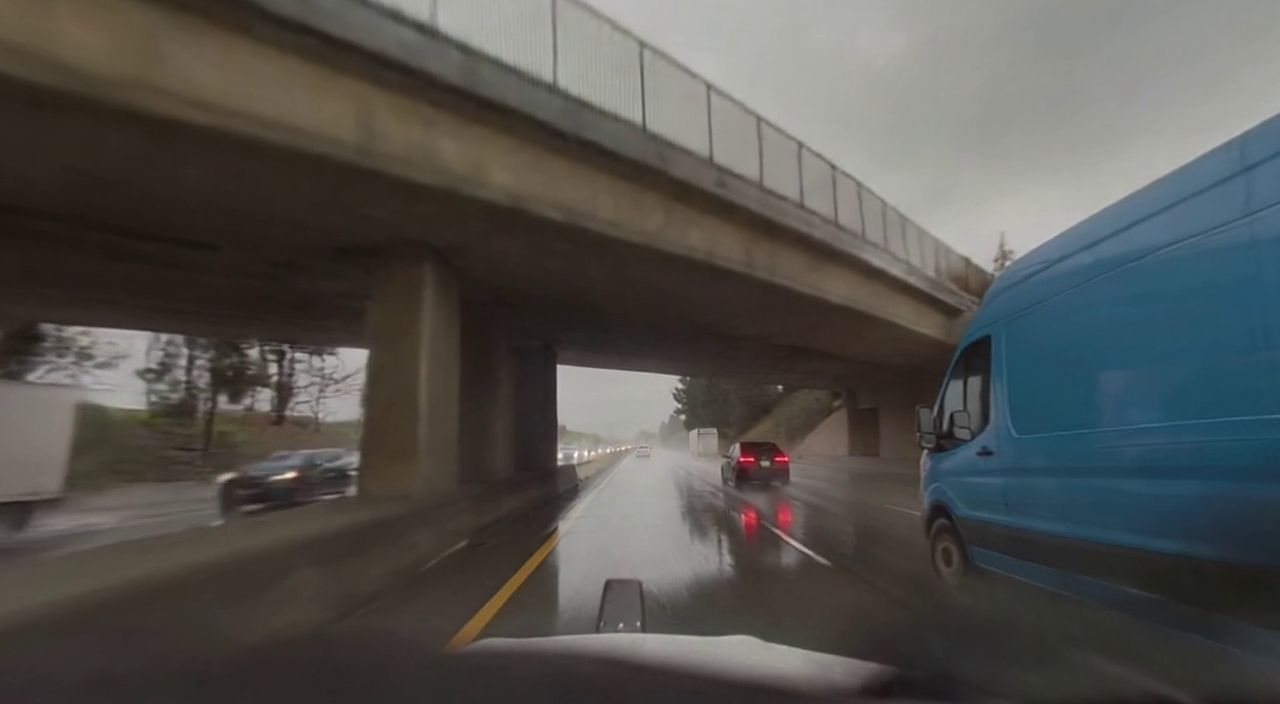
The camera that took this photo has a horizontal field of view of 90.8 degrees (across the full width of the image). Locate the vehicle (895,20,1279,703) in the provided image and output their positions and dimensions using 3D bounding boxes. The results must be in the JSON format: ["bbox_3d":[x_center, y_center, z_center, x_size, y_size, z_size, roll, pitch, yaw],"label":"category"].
[{"bbox_3d":[3.904,0.240,2.864,2.460,3.155,6.902,0,-9,-1],"label":"vehicle"}]

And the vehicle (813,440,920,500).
[{"bbox_3d":[7.505,3.925,21.391,2.001,1.791,4.161,0,-9,-1],"label":"vehicle"}]

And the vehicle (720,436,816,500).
[{"bbox_3d":[3.752,3.492,19.324,2.009,1.731,4.149,0,-9,-1],"label":"vehicle"}]

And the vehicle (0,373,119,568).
[{"bbox_3d":[-14.795,2.221,11.530,3.283,3.956,8.184,0,-9,1],"label":"vehicle"}]
